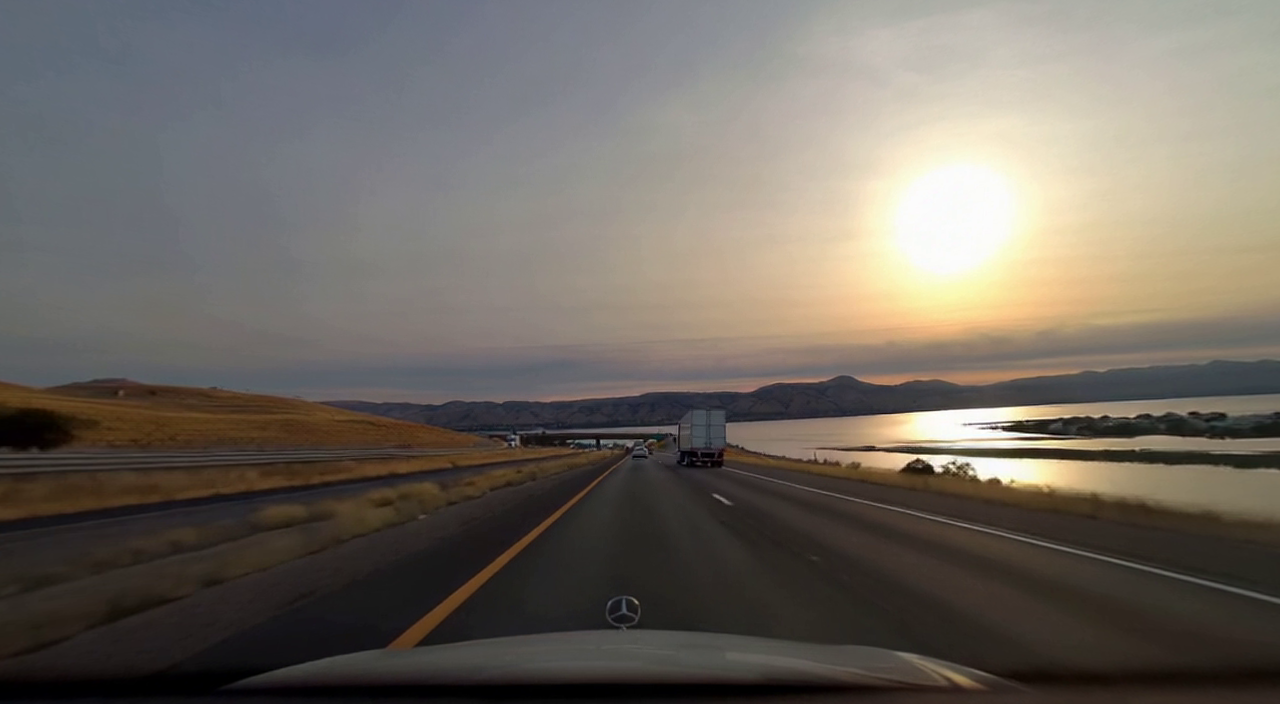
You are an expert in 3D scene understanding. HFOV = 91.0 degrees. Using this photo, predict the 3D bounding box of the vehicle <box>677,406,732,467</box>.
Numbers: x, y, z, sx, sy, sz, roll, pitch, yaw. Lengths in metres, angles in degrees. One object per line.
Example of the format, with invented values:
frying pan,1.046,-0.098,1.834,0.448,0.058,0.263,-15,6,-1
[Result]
vehicle,4.705,6.699,48.935,3.035,4.005,13.454,0,-9,1
